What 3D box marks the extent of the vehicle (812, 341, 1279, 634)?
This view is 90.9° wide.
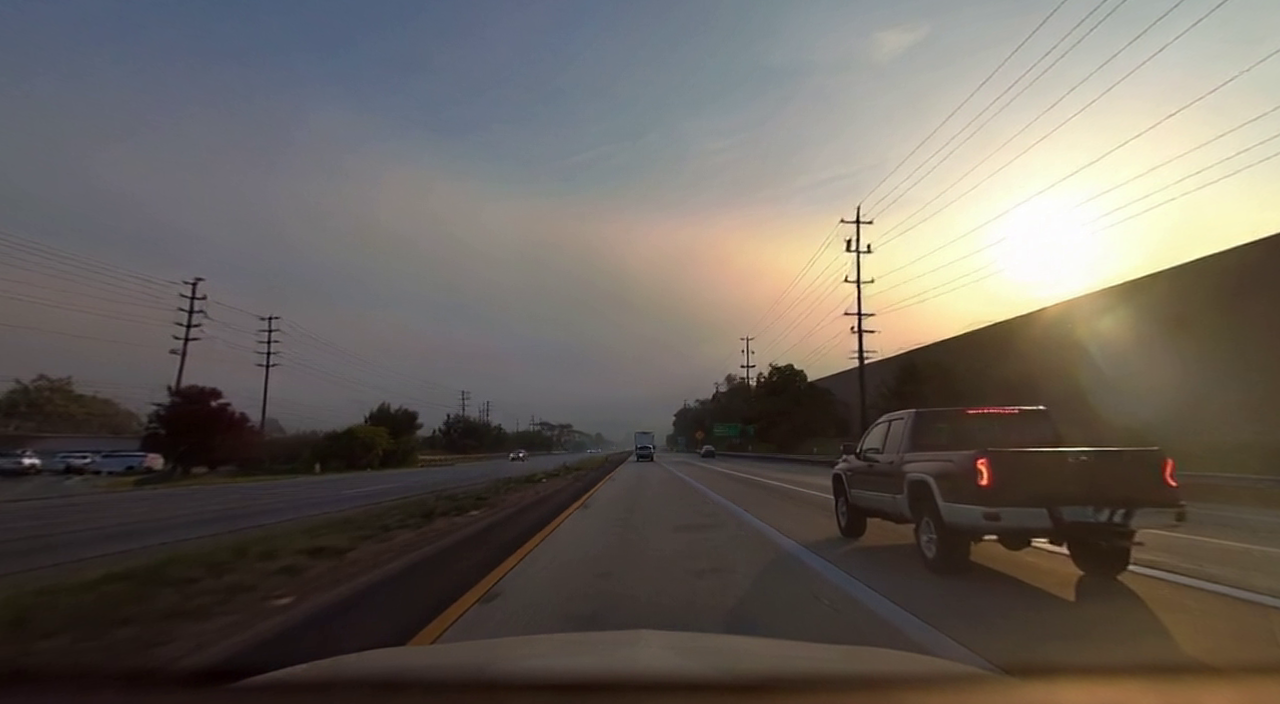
[{"bbox_3d":[4.166,1.406,7.562,2.594,2.155,5.670,0,-9,0],"label":"vehicle"}]

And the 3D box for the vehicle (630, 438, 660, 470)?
[{"bbox_3d":[0.327,7.604,47.214,2.099,2.260,4.899,0,-8,0],"label":"vehicle"}]
